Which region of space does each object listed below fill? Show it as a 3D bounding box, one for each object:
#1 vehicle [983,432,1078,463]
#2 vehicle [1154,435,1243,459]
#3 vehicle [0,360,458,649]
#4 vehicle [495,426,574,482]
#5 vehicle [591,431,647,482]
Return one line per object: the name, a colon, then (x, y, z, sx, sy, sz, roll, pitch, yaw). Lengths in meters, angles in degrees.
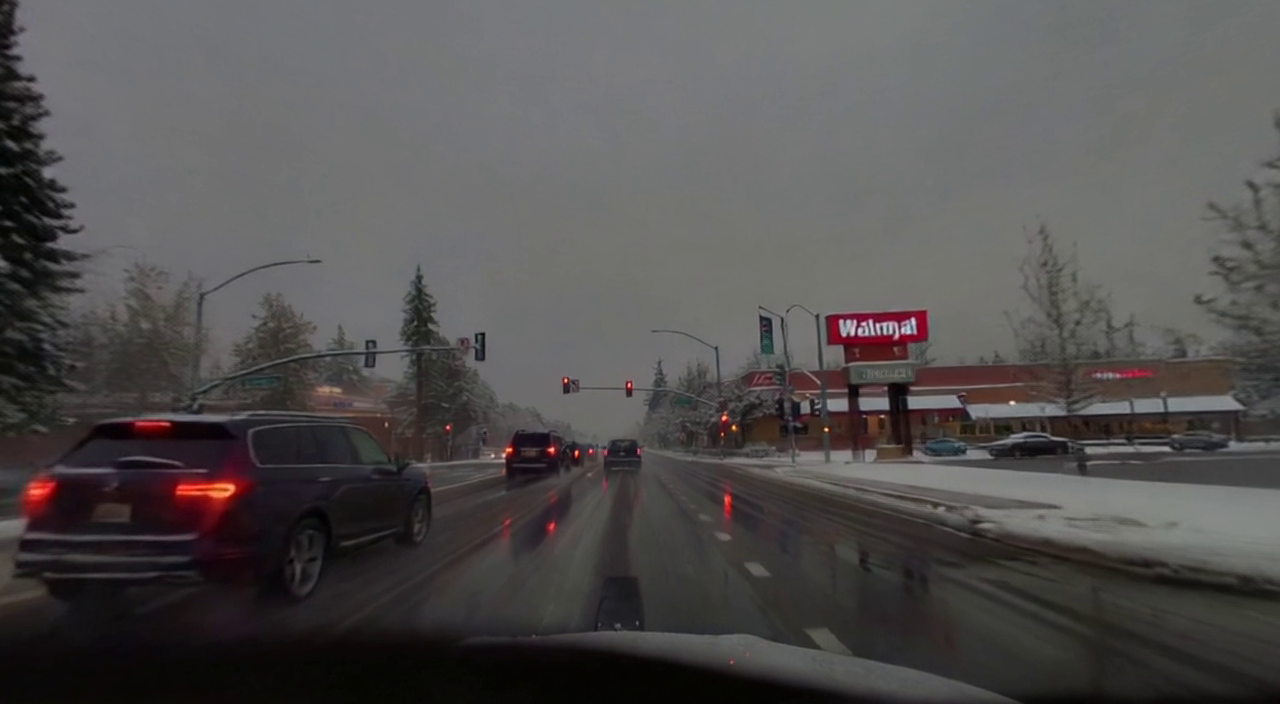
vehicle: (26.558, 6.492, 43.084, 5.039, 1.877, 2.076, -2, -8, -1)
vehicle: (38.262, 6.506, 43.324, 4.317, 1.517, 1.965, 1, -8, -2)
vehicle: (-3.757, 1.346, 6.641, 2.159, 1.877, 4.925, 0, -8, 1)
vehicle: (-4.096, 4.097, 25.640, 2.252, 1.999, 5.605, 0, -8, 0)
vehicle: (-0.809, 4.127, 25.204, 2.061, 1.809, 4.141, 0, -8, -1)
